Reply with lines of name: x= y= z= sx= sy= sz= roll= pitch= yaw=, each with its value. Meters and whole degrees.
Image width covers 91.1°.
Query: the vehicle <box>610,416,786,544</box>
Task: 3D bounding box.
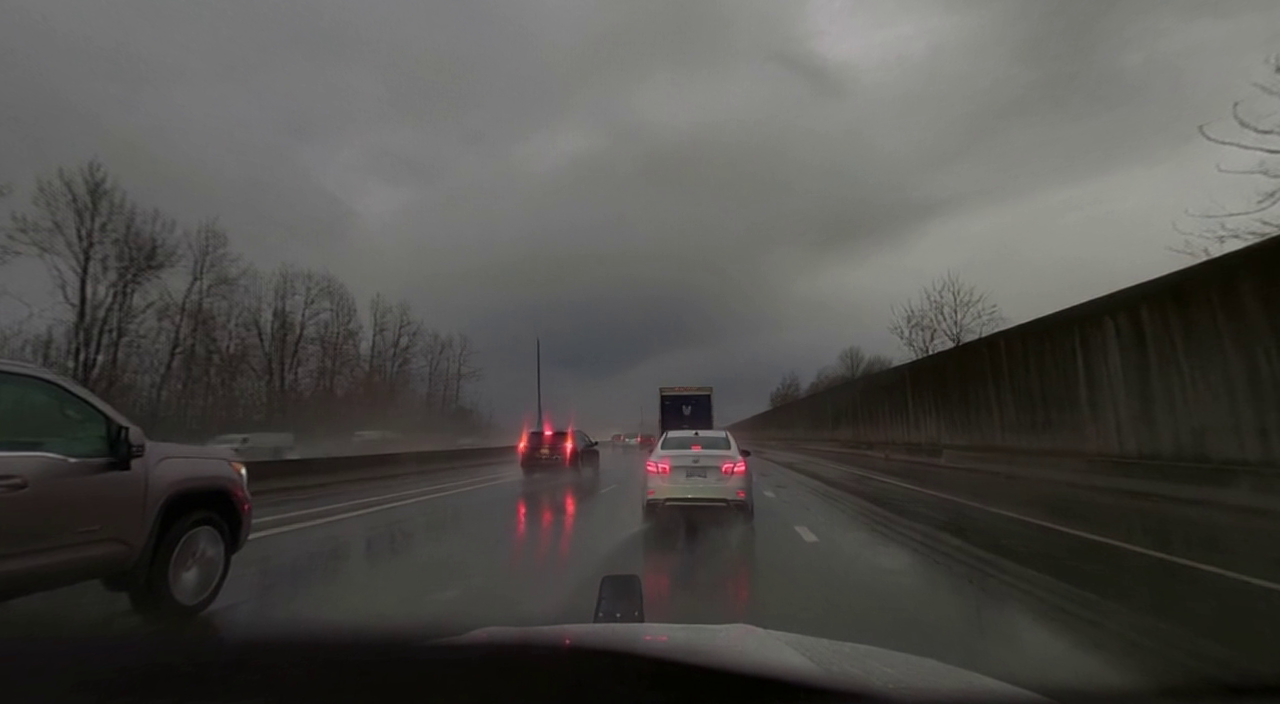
vehicle: x=0.947 y=1.801 z=9.597 sx=2.089 sy=1.485 sz=4.153 roll=-1 pitch=-8 yaw=8

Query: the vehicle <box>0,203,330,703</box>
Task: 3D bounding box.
vehicle: x=-4.238 y=0.487 z=2.693 sx=2.386 sy=2.435 sz=5.831 roll=-1 pitch=-8 yaw=6

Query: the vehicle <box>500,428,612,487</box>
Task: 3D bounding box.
vehicle: x=-2.188 y=2.911 z=17.816 sx=2.087 sy=1.457 sz=4.313 roll=-1 pitch=-8 yaw=7
